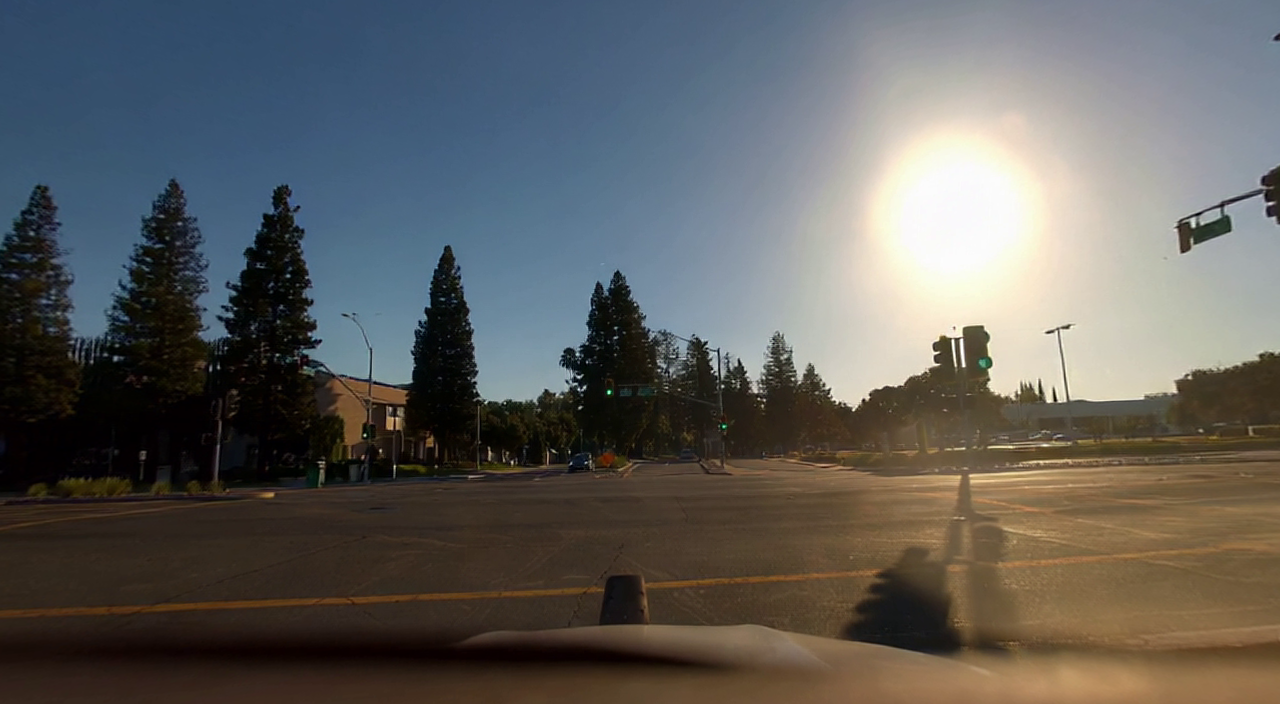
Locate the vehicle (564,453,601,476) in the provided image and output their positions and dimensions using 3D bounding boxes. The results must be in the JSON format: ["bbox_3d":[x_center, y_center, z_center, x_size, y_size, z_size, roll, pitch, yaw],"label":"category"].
[{"bbox_3d":[-4.474,8.844,49.823,2.030,1.704,4.205,-1,-8,7],"label":"vehicle"}]
